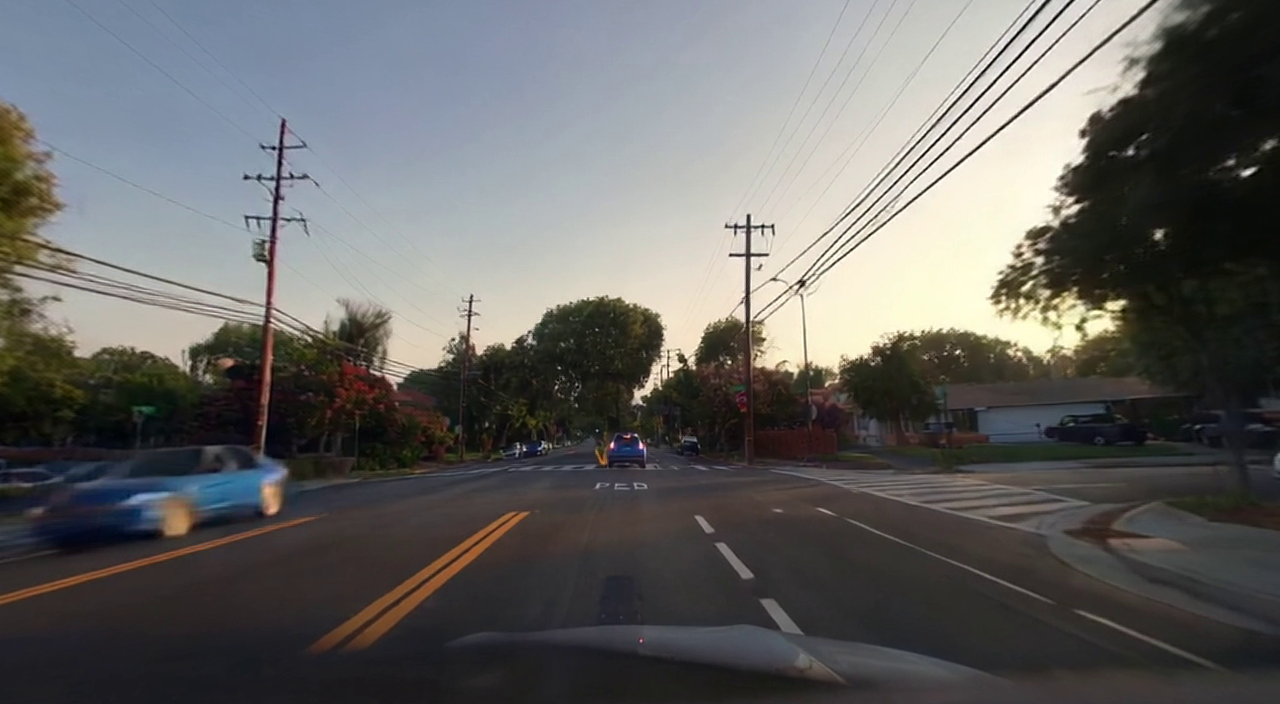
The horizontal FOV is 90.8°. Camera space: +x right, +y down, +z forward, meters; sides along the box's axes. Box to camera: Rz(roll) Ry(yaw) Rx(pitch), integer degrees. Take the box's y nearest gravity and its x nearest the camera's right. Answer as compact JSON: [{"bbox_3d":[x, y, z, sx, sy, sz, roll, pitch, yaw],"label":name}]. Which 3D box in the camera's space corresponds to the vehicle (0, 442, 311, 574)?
[{"bbox_3d":[-7.111,2.098,9.406,2.034,1.464,4.438,0,-8,0],"label":"vehicle"}]

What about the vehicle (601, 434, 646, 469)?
[{"bbox_3d":[-0.695,4.426,28.162,1.877,1.448,3.830,0,-8,0],"label":"vehicle"}]
